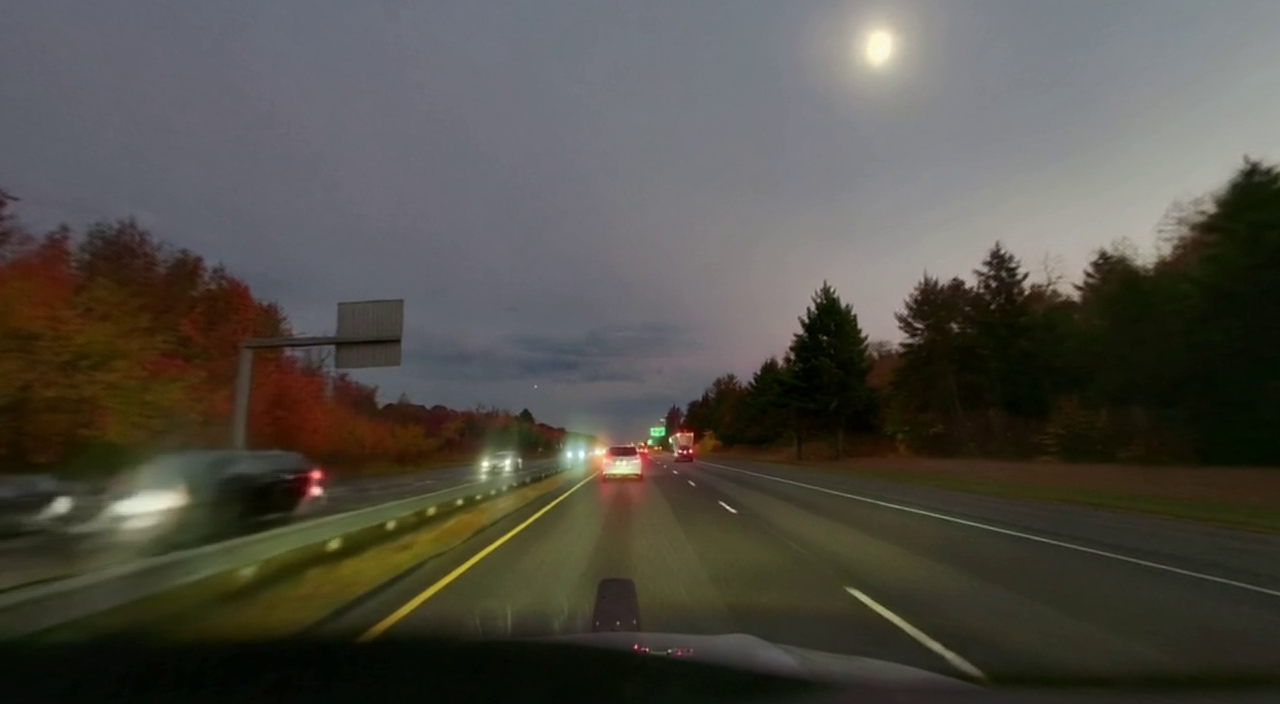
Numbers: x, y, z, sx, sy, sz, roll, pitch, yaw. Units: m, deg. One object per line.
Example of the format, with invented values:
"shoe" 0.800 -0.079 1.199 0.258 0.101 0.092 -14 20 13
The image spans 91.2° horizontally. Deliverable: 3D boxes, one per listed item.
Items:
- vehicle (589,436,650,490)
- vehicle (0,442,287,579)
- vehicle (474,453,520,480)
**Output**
"vehicle" -0.659 3.838 21.893 1.937 1.699 3.936 -1 -9 0
"vehicle" -8.826 2.569 11.149 2.152 1.839 5.038 -1 -9 0
"vehicle" -9.039 7.253 39.885 1.920 1.524 4.179 -1 -9 0
